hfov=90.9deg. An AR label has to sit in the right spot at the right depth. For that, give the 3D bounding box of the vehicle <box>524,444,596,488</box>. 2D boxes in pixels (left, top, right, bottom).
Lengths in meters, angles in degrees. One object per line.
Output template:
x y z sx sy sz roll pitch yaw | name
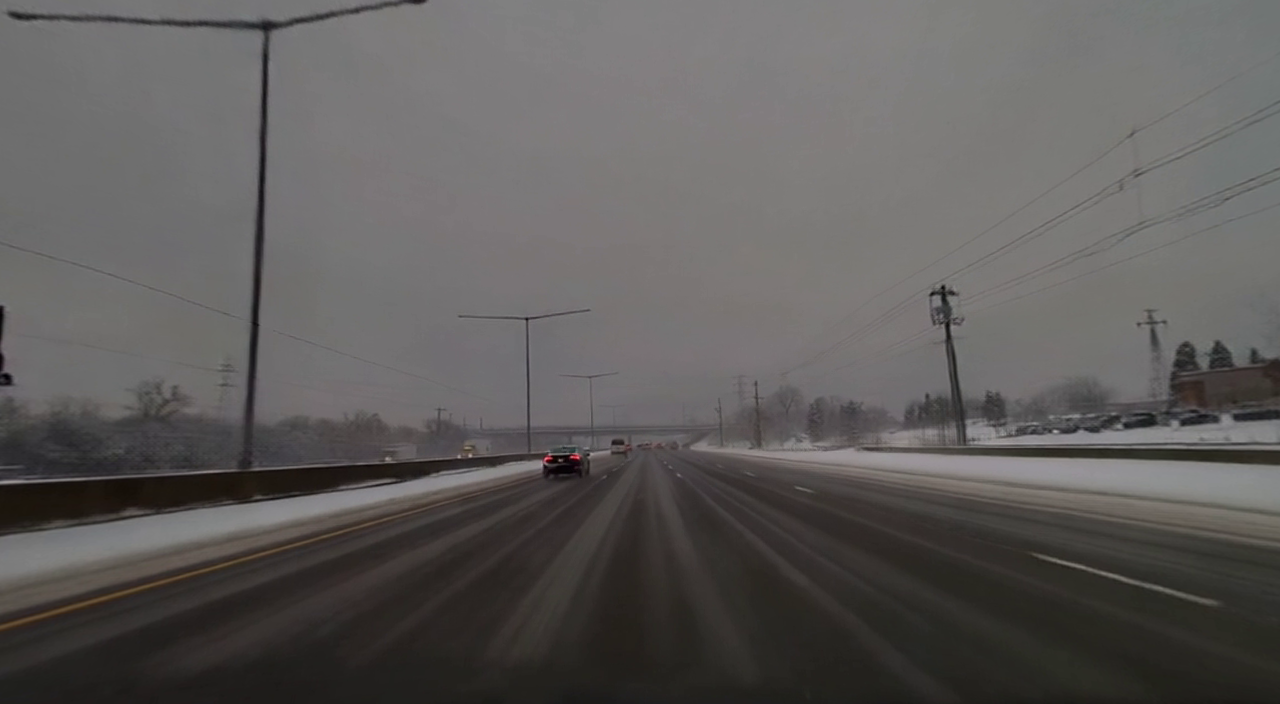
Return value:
-2.768 4.031 22.692 1.891 1.444 3.968 0 -8 2 | vehicle
